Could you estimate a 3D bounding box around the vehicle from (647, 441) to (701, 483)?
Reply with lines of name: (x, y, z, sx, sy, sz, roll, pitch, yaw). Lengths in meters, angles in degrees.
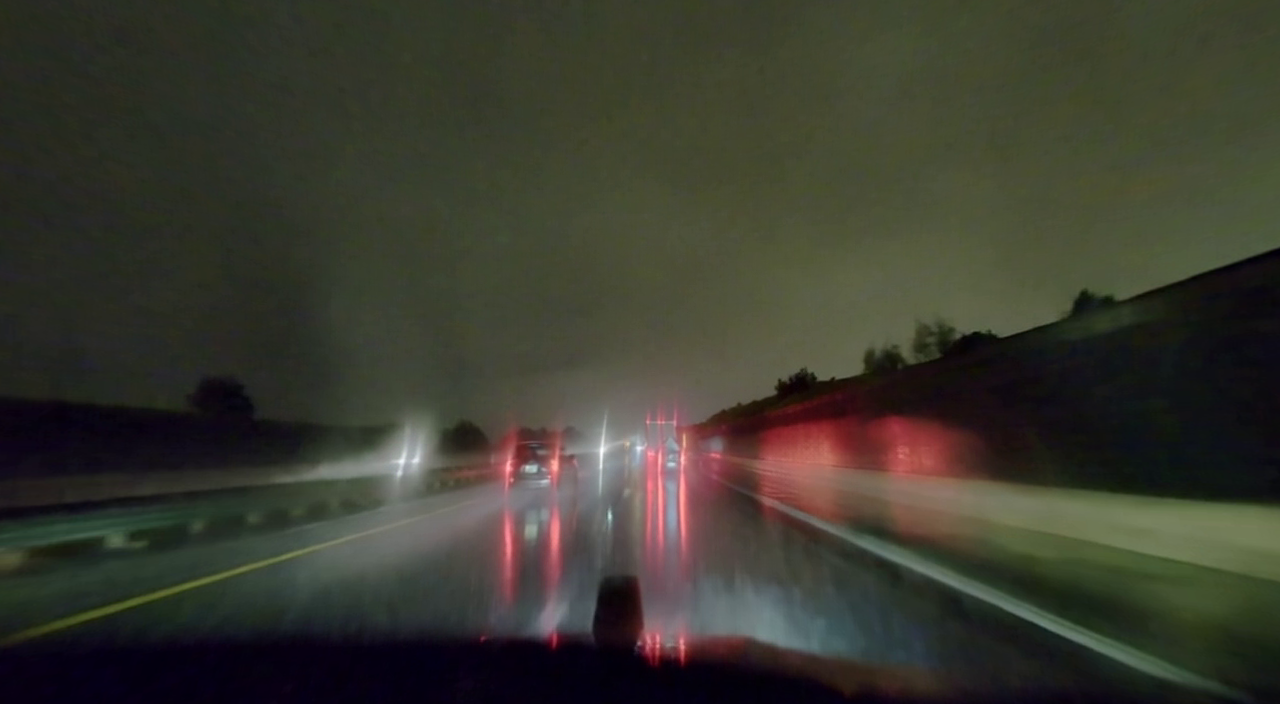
vehicle: (1.453, 4.970, 28.501, 2.230, 1.715, 4.243, 0, -9, 0)

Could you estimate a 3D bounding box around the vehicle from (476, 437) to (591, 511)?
vehicle: (-2.589, 3.123, 16.514, 2.181, 1.653, 4.691, 0, -9, 0)
